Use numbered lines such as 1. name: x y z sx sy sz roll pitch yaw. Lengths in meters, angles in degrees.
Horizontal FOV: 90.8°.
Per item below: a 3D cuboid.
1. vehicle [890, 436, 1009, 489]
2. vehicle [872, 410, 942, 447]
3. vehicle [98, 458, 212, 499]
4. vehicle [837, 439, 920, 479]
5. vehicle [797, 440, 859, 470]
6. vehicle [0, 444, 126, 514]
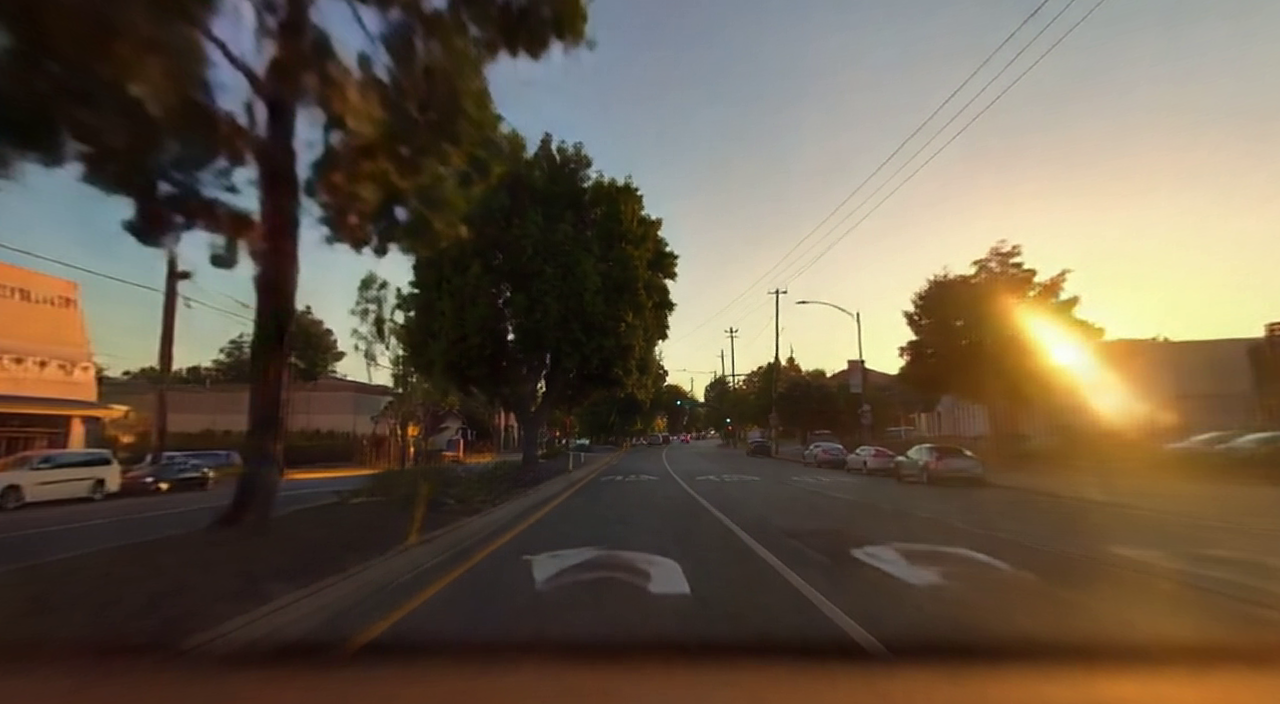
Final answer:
1. vehicle: 10.105 3.635 21.013 1.901 1.586 3.903 0 -9 0
2. vehicle: 19.235 5.650 45.917 2.179 2.441 5.974 -2 -8 -2
3. vehicle: -19.470 5.080 25.592 1.664 1.443 3.701 -1 -9 0
4. vehicle: 9.836 4.440 26.428 1.726 1.486 4.394 0 -9 -1
5. vehicle: 10.060 5.551 34.196 1.926 1.464 4.436 0 -9 -1
6. vehicle: -19.436 4.036 20.264 1.954 2.000 4.687 -3 -9 -1
